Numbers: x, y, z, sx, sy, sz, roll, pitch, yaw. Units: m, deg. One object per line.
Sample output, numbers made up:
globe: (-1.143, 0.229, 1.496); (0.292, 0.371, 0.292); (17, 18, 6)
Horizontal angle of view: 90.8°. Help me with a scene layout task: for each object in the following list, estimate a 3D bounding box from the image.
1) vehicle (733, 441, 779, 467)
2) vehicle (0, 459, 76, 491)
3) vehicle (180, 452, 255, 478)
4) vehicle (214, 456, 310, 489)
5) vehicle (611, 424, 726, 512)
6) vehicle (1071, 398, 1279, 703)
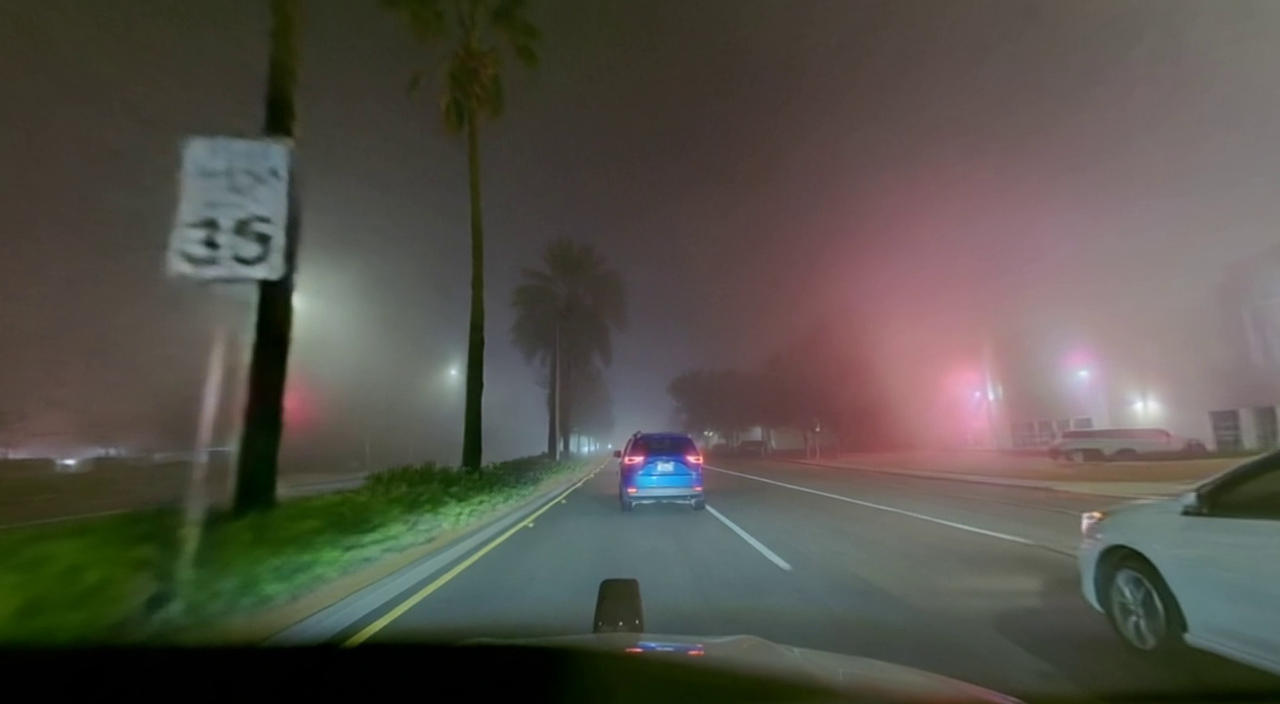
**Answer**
vehicle: (6.979, 6.152, 38.426); (1.930, 1.457, 4.267); (0, -8, -2)
vehicle: (-31.367, 6.206, 32.122); (1.765, 1.417, 3.827); (0, -8, 0)
vehicle: (-29.387, 7.822, 44.071); (2.288, 1.552, 4.195); (-1, -8, 1)
vehicle: (-19.441, 6.188, 32.776); (1.848, 1.460, 4.641); (-1, -8, 4)
vehicle: (0.463, 2.587, 14.559); (2.239, 1.693, 4.301); (0, -8, -3)
vehicle: (3.756, 0.790, 1.723); (1.941, 1.472, 4.570); (0, -8, 0)
